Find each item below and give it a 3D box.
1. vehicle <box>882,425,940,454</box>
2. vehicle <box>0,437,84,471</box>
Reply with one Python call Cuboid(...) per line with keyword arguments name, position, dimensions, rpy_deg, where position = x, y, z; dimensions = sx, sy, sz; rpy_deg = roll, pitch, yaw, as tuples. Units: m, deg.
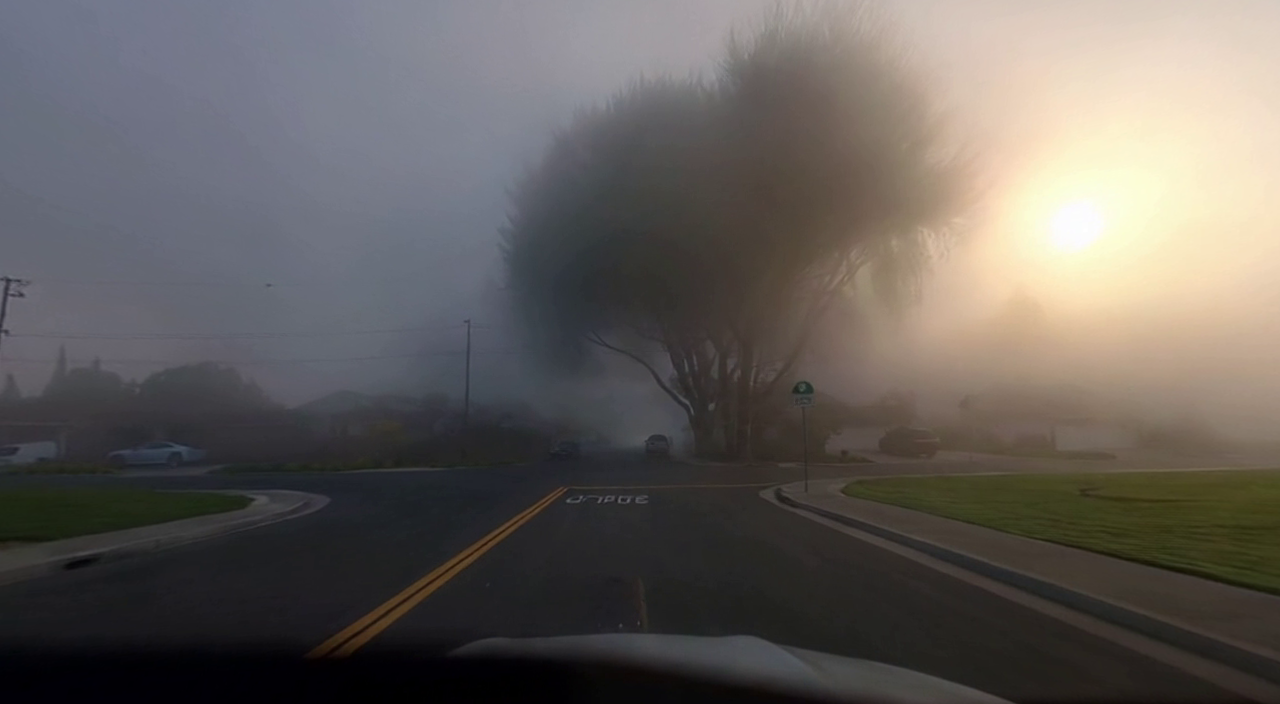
Cuboid(name="vehicle", position=(18.404, 5.921, 43.153), dimensions=(2.001, 1.750, 4.673), rpy_deg=(0, -6, 2))
Cuboid(name="vehicle", position=(-37.041, 6.176, 38.426), dimensions=(2.016, 1.908, 4.814), rpy_deg=(0, -8, 0))
